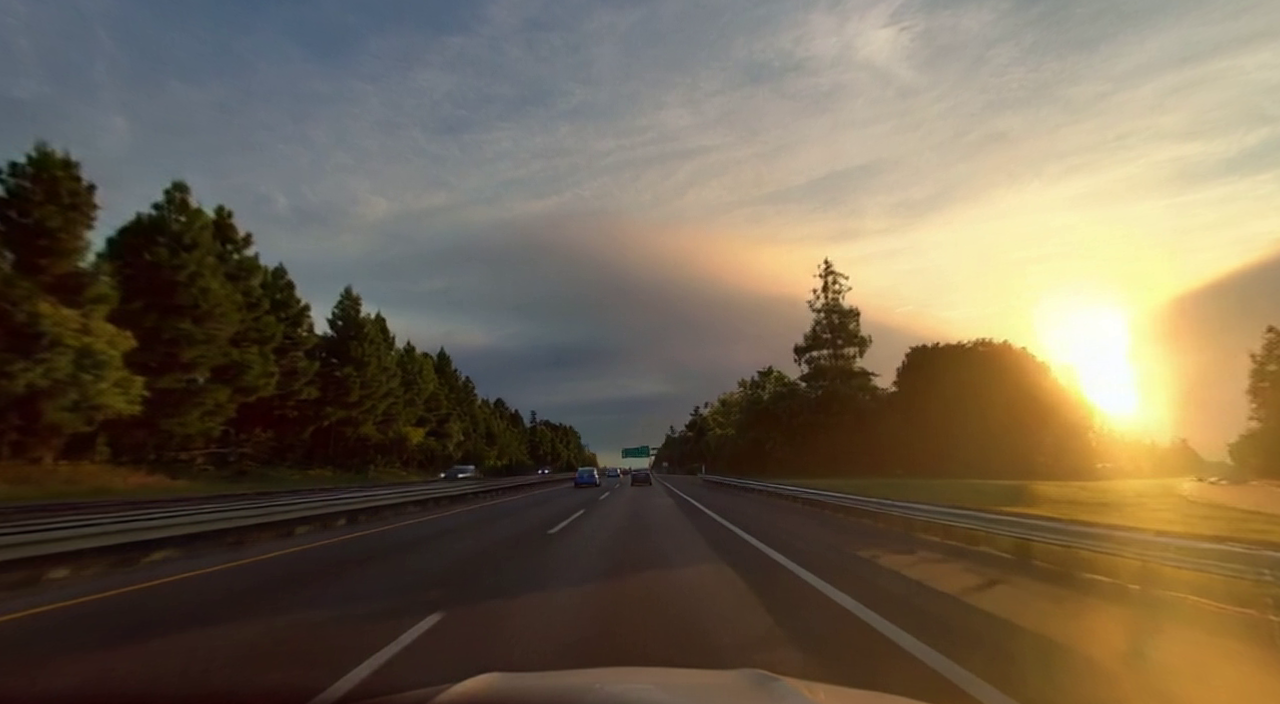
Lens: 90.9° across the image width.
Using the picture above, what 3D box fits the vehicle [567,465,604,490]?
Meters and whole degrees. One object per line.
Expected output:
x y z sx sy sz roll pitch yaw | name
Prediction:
-3.527 8.251 41.492 2.047 1.523 4.279 1 -11 1 | vehicle

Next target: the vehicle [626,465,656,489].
0.101 8.999 45.444 2.065 1.596 3.869 1 -11 1 | vehicle

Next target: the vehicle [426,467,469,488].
-15.103 9.856 49.599 1.869 1.555 4.274 0 -11 2 | vehicle
